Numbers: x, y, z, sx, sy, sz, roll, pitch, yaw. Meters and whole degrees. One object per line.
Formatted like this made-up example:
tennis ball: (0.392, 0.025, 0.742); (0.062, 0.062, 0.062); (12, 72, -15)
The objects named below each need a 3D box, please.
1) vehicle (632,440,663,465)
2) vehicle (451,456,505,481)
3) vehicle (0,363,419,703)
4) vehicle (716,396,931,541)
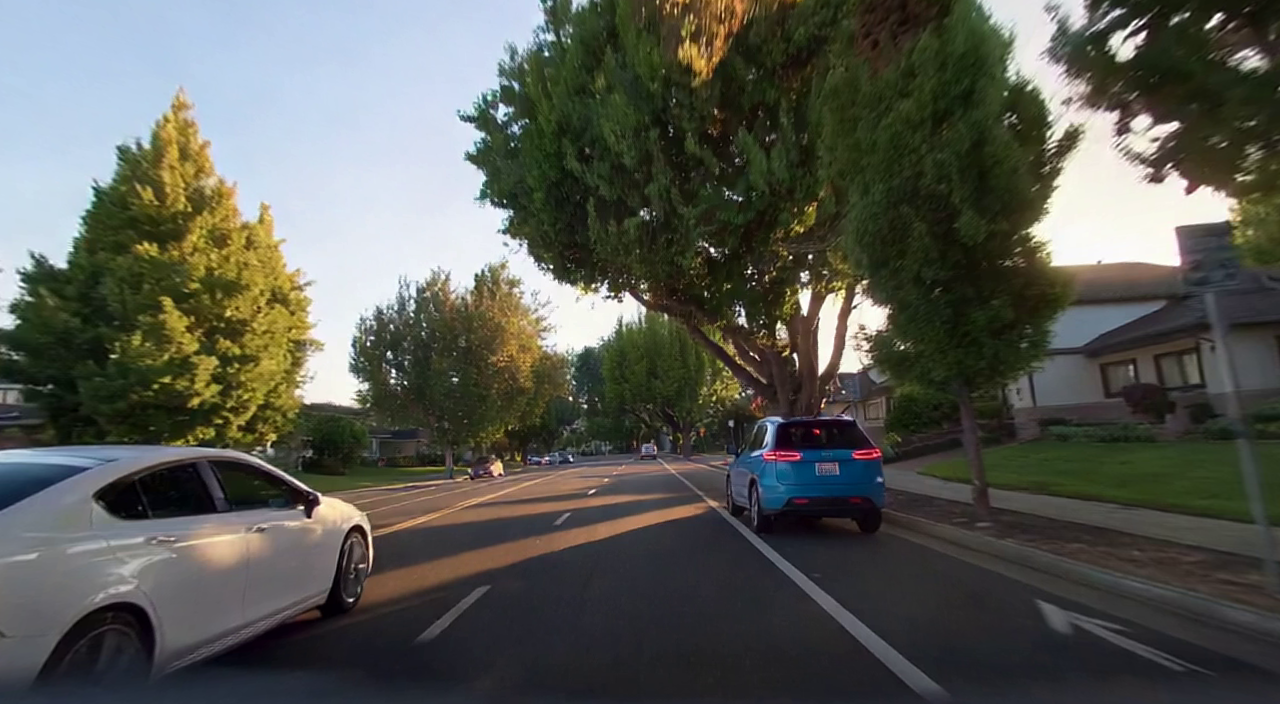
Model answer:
vehicle: (0.522, 7.300, 45.990); (2.138, 1.729, 4.178); (0, -9, 0)
vehicle: (-10.455, 7.533, 41.004); (1.893, 1.441, 4.604); (-1, -9, 6)
vehicle: (-3.213, 1.129, 3.806); (2.058, 1.659, 4.514); (-1, -9, 1)
vehicle: (2.987, 2.100, 11.950); (2.338, 2.063, 5.592); (0, -9, 0)
